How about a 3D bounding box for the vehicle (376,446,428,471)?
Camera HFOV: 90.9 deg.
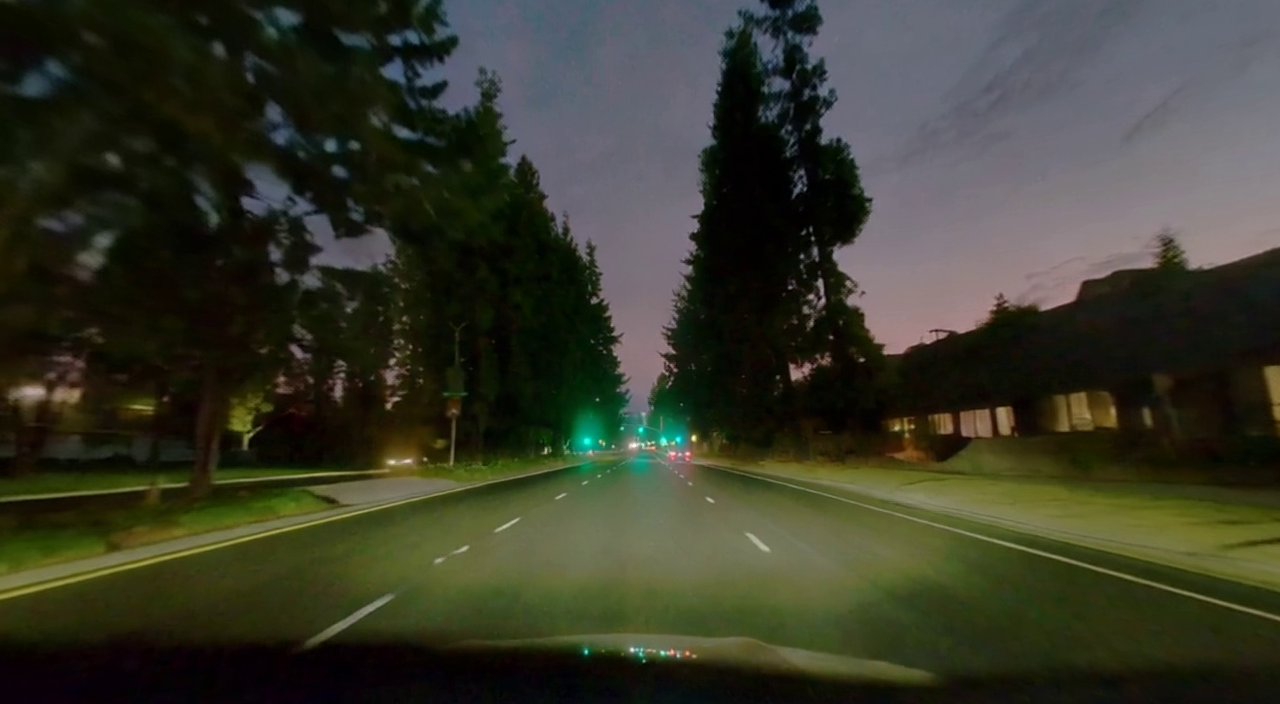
[{"bbox_3d":[-17.746,7.948,47.265,1.978,1.766,4.752,0,-9,1],"label":"vehicle"}]
